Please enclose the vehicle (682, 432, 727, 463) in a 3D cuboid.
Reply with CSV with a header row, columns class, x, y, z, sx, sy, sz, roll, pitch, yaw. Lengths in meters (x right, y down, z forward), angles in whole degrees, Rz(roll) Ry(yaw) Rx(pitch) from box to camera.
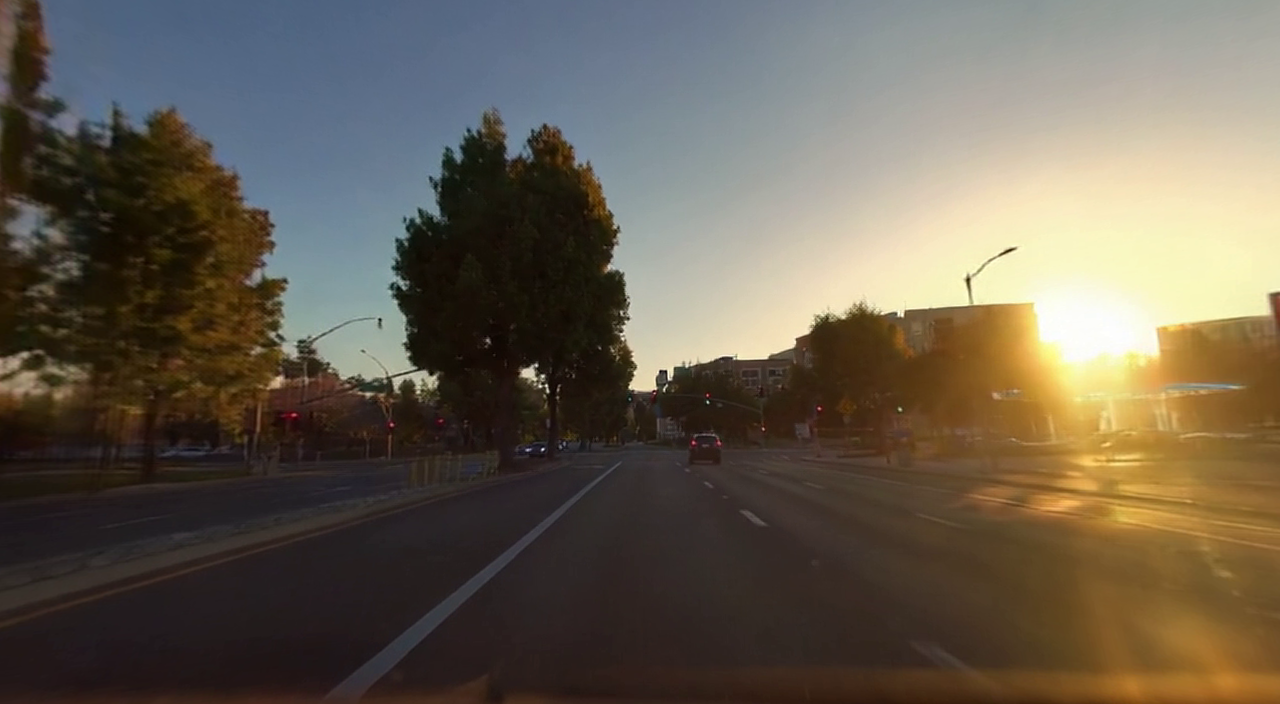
class,x,y,z,sx,sy,sz,roll,pitch,yaw
vehicle,3.734,5.598,36.906,2.090,1.717,4.063,0,-8,-1
